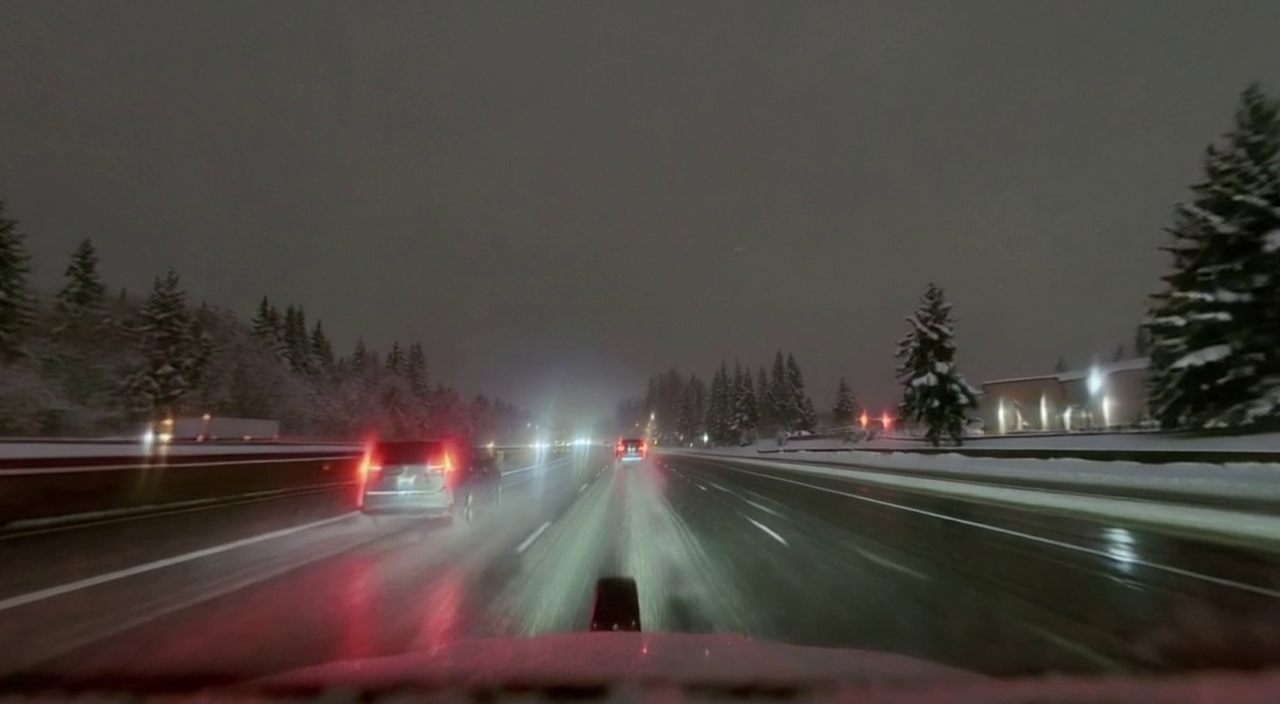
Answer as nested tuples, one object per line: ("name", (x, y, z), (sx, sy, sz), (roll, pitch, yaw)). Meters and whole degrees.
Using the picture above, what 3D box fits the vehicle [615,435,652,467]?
("vehicle", (-0.430, 6.494, 41.537), (2.269, 1.924, 4.596), (0, -8, -1))

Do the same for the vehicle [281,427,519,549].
("vehicle", (-3.624, 2.146, 10.803), (2.140, 1.574, 4.946), (0, -8, 0))
